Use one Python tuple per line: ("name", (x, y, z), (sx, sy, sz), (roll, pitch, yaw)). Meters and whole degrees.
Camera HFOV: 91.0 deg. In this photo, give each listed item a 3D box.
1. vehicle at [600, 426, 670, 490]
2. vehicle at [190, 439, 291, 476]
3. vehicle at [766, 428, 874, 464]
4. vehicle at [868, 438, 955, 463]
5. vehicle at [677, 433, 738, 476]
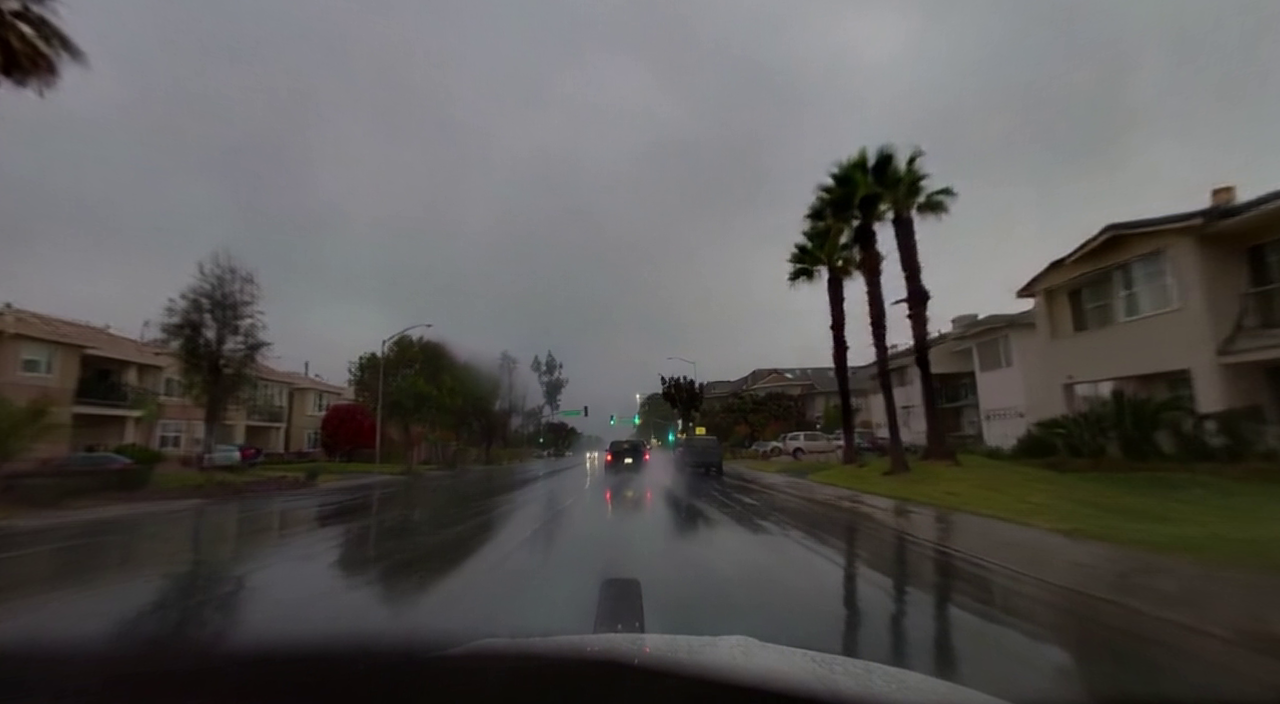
("vehicle", (-0.215, 3.424, 20.637), (1.994, 1.810, 5.057), (0, -9, -2))
("vehicle", (-21.604, 5.725, 34.345), (2.196, 1.820, 4.955), (0, -9, 1))
("vehicle", (10.658, 5.631, 37.652), (5.709, 2.017, 2.435), (0, -9, -1))
("vehicle", (16.245, 5.917, 37.791), (4.317, 1.420, 1.828), (0, -9, 0))
("vehicle", (3.253, 5.071, 31.335), (2.416, 1.922, 5.023), (0, -9, -1))
